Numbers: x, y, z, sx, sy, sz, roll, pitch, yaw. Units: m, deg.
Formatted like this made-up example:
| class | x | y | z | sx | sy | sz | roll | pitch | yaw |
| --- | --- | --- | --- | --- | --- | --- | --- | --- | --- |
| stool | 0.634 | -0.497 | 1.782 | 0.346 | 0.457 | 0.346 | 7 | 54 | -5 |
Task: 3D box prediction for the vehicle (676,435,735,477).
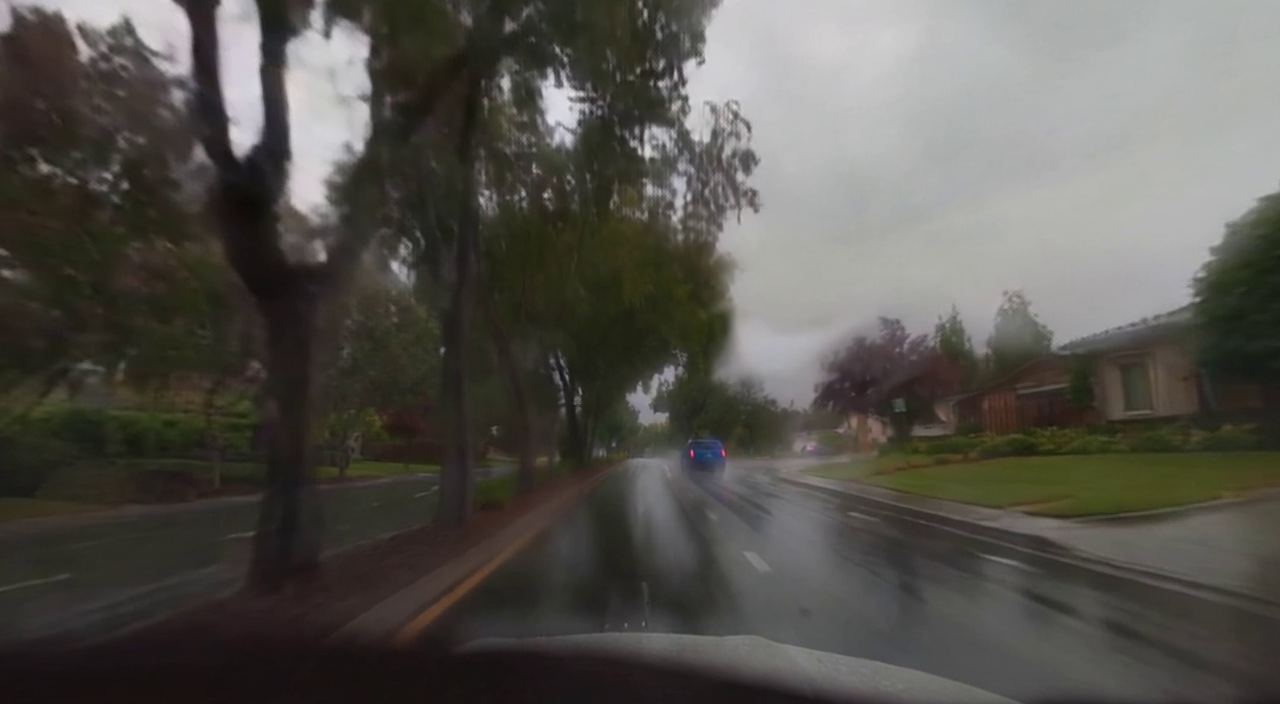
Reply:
| class | x | y | z | sx | sy | sz | roll | pitch | yaw |
| --- | --- | --- | --- | --- | --- | --- | --- | --- | --- |
| vehicle | 2.898 | 4.738 | 28.908 | 2.180 | 1.773 | 4.639 | 0 | -9 | -1 |
